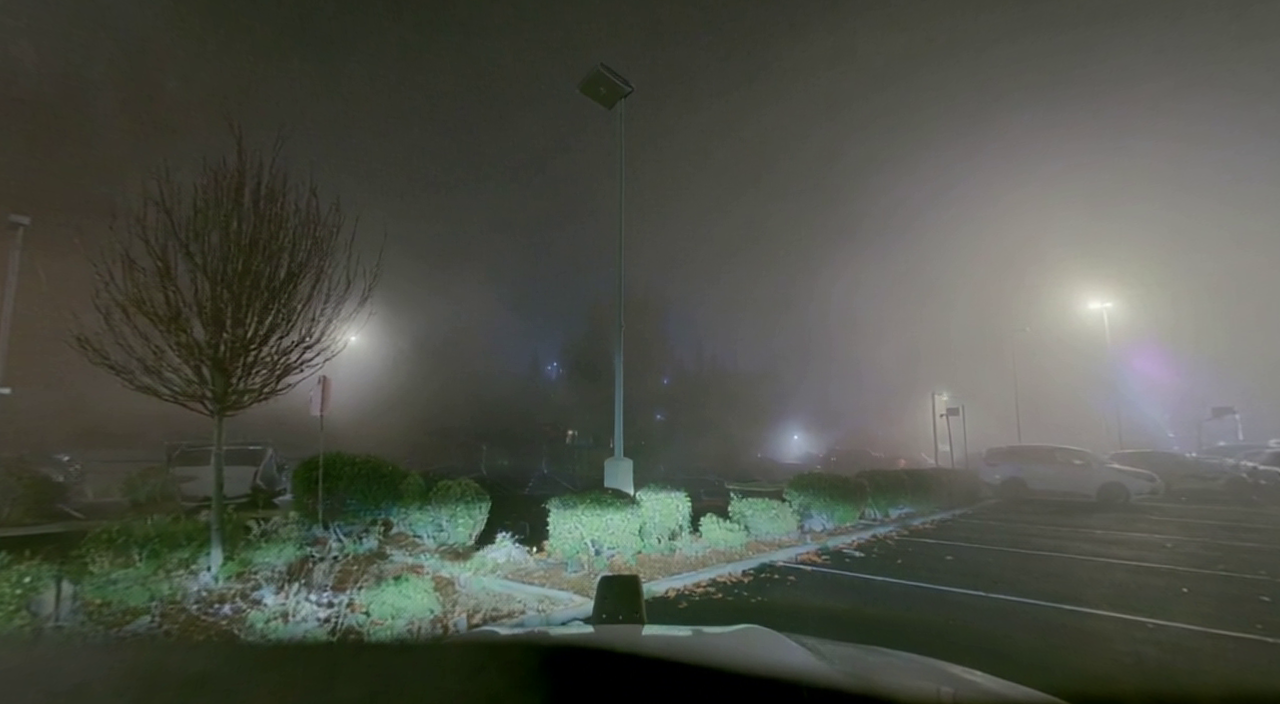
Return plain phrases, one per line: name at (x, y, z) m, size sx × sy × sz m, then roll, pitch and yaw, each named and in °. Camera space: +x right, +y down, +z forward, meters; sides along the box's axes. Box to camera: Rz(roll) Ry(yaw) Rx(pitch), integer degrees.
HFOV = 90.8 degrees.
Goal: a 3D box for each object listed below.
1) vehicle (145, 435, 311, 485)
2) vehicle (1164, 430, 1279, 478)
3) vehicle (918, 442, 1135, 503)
vehicle at (-15.248, 3.982, 23.598) m, size 1.921 × 1.632 × 4.752 m, roll -8°, pitch -12°, yaw 42°
vehicle at (23.365, 3.870, 24.094) m, size 4.939 × 1.664 × 2.055 m, roll -10°, pitch -10°, yaw 42°
vehicle at (10.645, 3.286, 17.675) m, size 4.772 × 1.441 × 1.976 m, roll -8°, pitch -12°, yaw 43°
